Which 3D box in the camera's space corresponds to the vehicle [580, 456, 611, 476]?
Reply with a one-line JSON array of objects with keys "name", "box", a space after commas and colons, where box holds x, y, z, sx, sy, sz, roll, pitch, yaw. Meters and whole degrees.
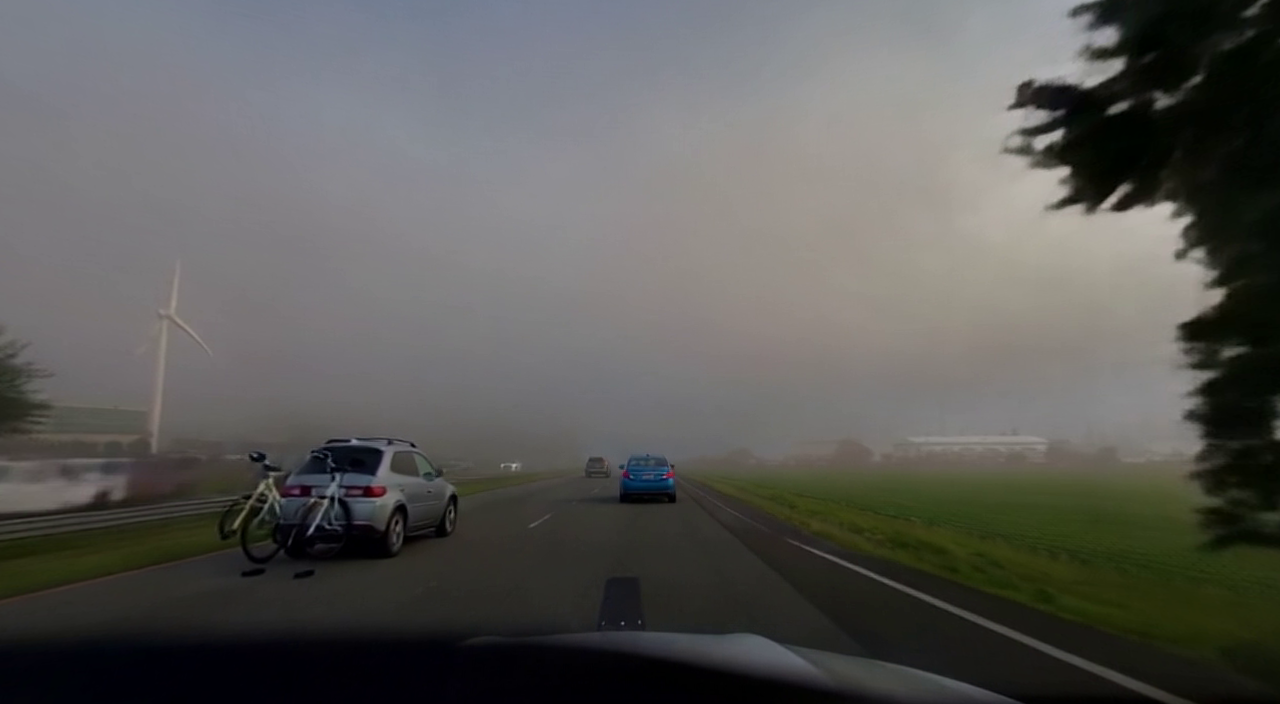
[{"name": "vehicle", "box": [-3.414, 8.879, 49.220, 2.059, 1.455, 4.205, 0, -9, 1]}]

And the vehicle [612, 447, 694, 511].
[{"name": "vehicle", "box": [0.349, 3.546, 17.973, 2.063, 1.582, 3.955, 0, -9, 1]}]

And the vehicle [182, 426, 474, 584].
[{"name": "vehicle", "box": [-3.915, 1.992, 8.898, 1.962, 1.681, 4.033, 0, -9, 1]}]
